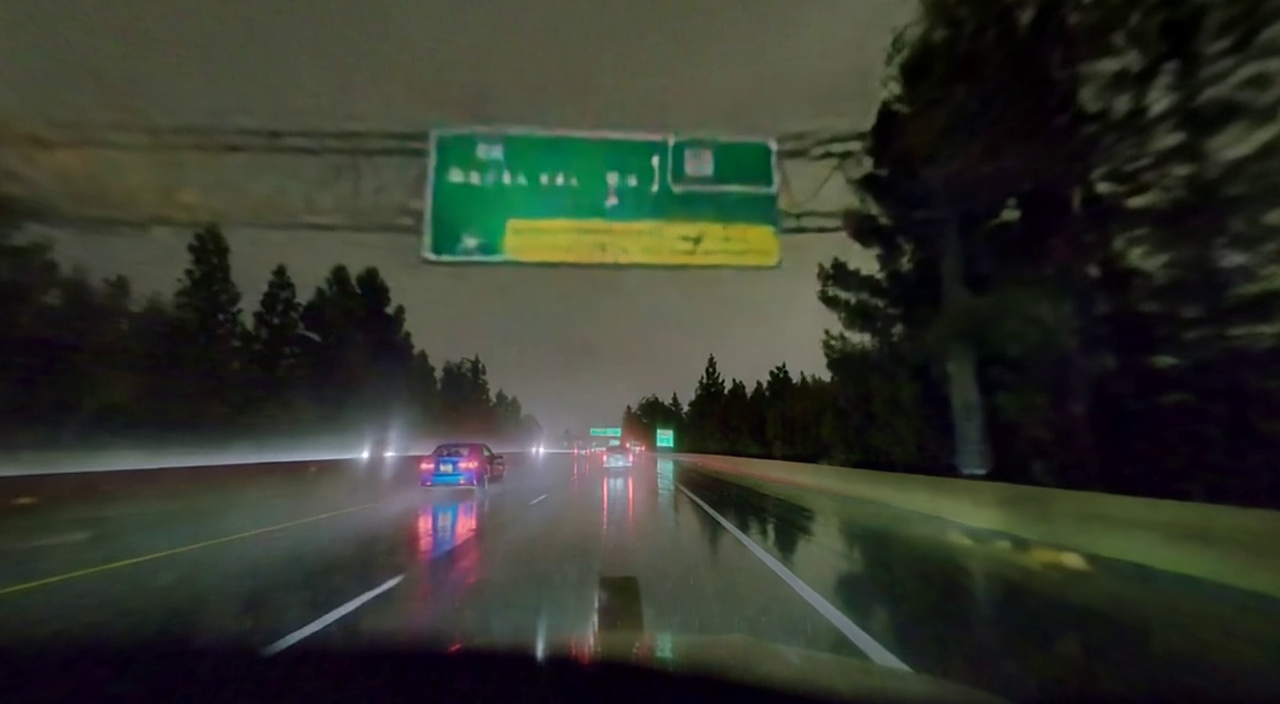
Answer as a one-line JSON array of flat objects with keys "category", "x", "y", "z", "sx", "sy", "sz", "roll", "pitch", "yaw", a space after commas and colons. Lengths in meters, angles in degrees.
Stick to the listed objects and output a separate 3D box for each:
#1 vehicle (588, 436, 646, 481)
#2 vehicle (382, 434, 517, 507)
[{"category": "vehicle", "x": -0.939, "y": 4.394, "z": 26.050, "sx": 2.220, "sy": 1.711, "sz": 4.056, "roll": 0, "pitch": -9, "yaw": -1}, {"category": "vehicle", "x": -4.776, "y": 3.042, "z": 16.549, "sx": 2.103, "sy": 1.588, "sz": 4.709, "roll": -1, "pitch": -9, "yaw": 0}]
